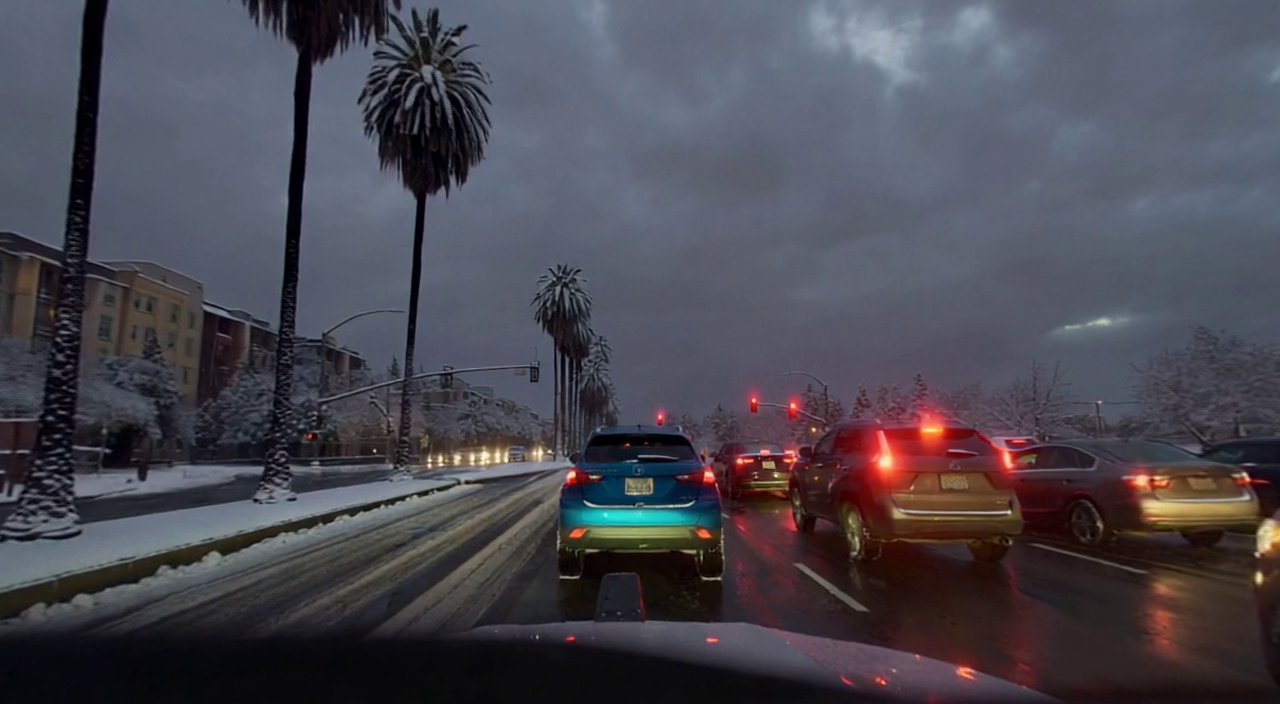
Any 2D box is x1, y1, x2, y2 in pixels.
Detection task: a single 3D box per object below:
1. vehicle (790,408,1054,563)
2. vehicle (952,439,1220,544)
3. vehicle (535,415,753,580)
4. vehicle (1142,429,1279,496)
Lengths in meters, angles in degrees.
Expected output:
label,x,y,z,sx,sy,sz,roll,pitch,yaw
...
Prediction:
label,x,y,z,sx,sy,sz,roll,pitch,yaw
vehicle,3.671,1.819,9.252,1.947,1.725,4.159,0,-9,1
vehicle,7.365,2.294,11.055,1.832,1.477,3.981,0,-9,1
vehicle,0.031,1.706,8.133,2.083,1.572,4.021,0,-9,0
vehicle,18.043,3.207,18.506,4.786,1.848,2.107,0,-9,-1
